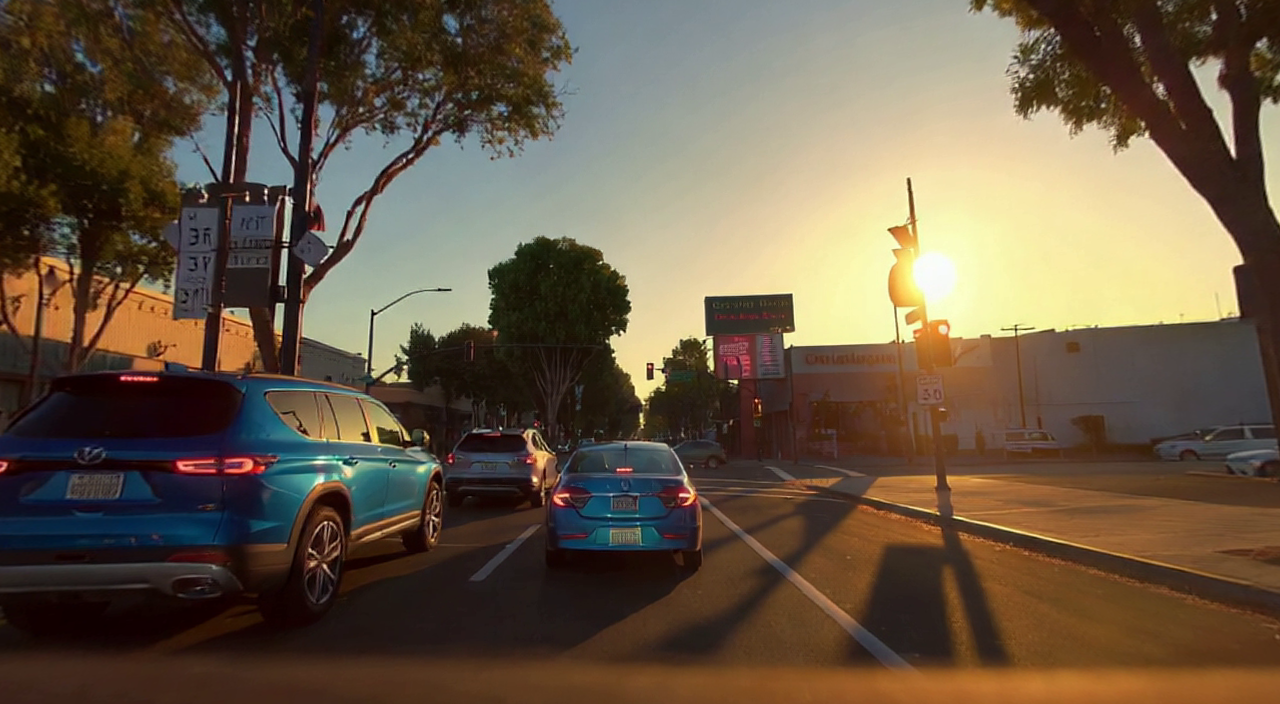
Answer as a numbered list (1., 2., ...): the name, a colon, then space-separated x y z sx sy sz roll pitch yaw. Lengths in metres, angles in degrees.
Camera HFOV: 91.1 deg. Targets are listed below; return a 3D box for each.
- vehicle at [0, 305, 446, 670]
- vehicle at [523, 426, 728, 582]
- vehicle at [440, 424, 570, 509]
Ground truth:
1. vehicle: -3.815 1.131 6.221 2.152 2.118 5.066 0 -8 0
2. vehicle: -0.169 1.778 8.182 1.966 1.481 4.146 0 -8 -1
3. vehicle: -2.928 2.591 14.606 2.047 1.664 4.148 0 -8 1
